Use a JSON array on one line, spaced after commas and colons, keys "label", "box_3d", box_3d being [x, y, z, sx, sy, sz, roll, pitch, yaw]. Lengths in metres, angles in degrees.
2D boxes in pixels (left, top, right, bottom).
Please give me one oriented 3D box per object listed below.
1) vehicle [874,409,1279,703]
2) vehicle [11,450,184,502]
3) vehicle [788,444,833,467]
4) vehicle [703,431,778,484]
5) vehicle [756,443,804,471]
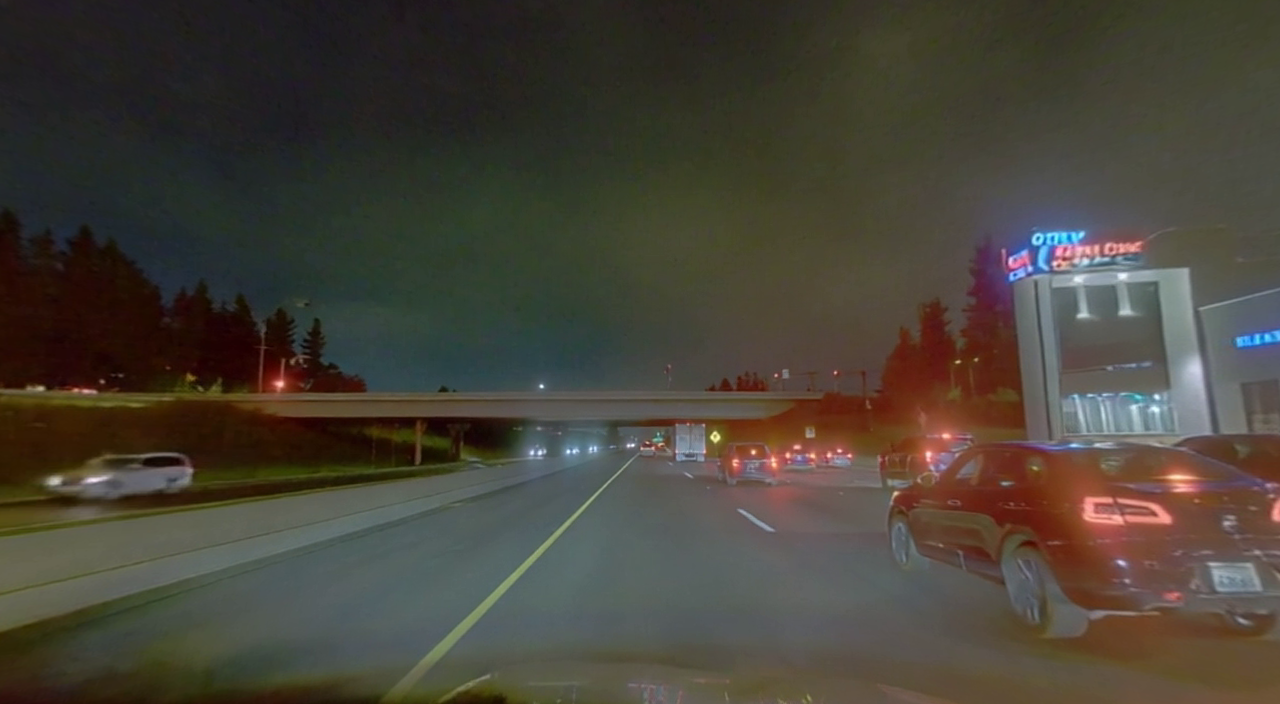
[{"label": "vehicle", "box_3d": [3.606, 1.308, 4.874, 1.902, 1.481, 4.451, 0, -8, 0]}, {"label": "vehicle", "box_3d": [-22.800, 5.183, 26.969, 2.242, 1.896, 5.776, 0, -8, 1]}, {"label": "vehicle", "box_3d": [11.699, 7.110, 43.544, 1.926, 1.451, 3.936, 0, -8, 0]}, {"label": "vehicle", "box_3d": [3.829, 4.124, 24.950, 2.086, 1.858, 4.737, 0, -8, -1]}, {"label": "vehicle", "box_3d": [7.665, 5.771, 34.839, 1.828, 1.472, 3.805, 0, -8, 0]}]
